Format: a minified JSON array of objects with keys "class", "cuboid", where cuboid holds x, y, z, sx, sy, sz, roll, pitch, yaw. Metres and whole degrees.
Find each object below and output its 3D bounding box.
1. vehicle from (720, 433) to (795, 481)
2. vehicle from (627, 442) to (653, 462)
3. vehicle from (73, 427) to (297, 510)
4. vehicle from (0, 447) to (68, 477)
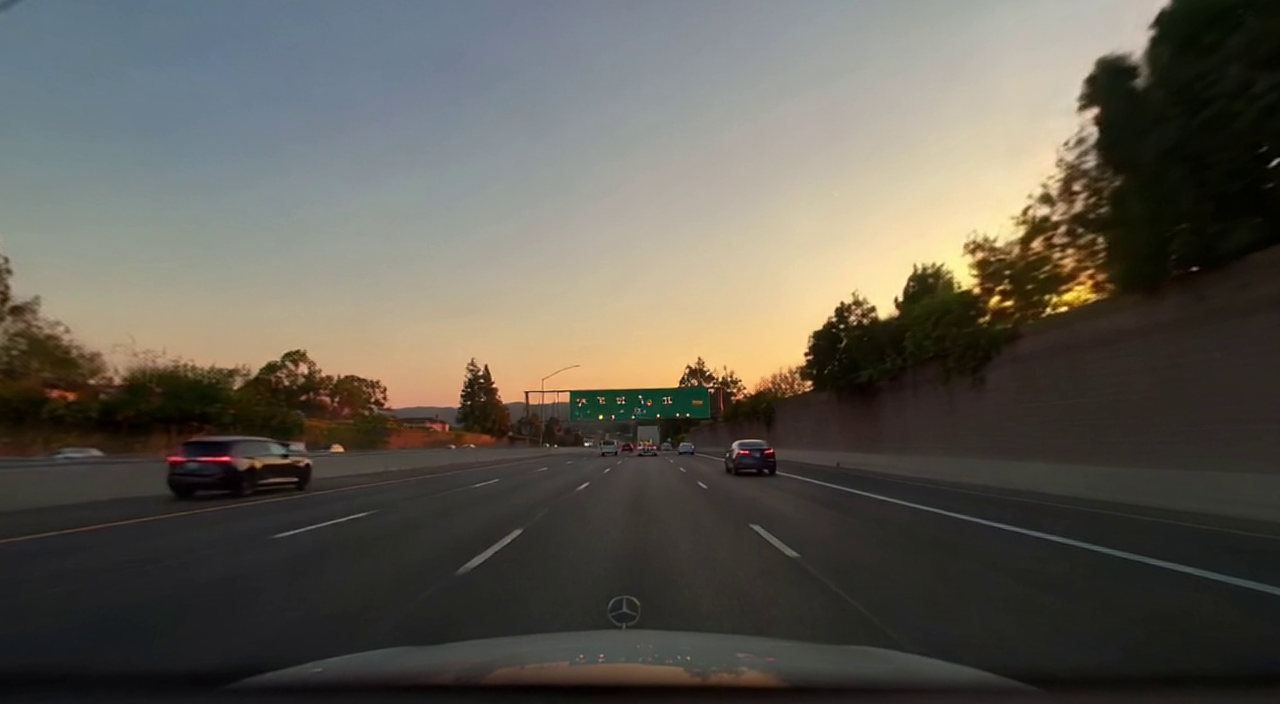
[{"class":"vehicle","cuboid":[4.354,3.962,24.017,2.046,1.655,4.143,0,-8,0]},{"class":"vehicle","cuboid":[-0.032,7.772,49.003,1.946,1.493,4.083,0,-8,-1]},{"class":"vehicle","cuboid":[-10.896,2.805,15.628,1.998,1.712,4.671,0,-8,1]},{"class":"vehicle","cuboid":[-32.152,5.675,32.551,1.632,1.409,3.426,-1,-8,2]}]
